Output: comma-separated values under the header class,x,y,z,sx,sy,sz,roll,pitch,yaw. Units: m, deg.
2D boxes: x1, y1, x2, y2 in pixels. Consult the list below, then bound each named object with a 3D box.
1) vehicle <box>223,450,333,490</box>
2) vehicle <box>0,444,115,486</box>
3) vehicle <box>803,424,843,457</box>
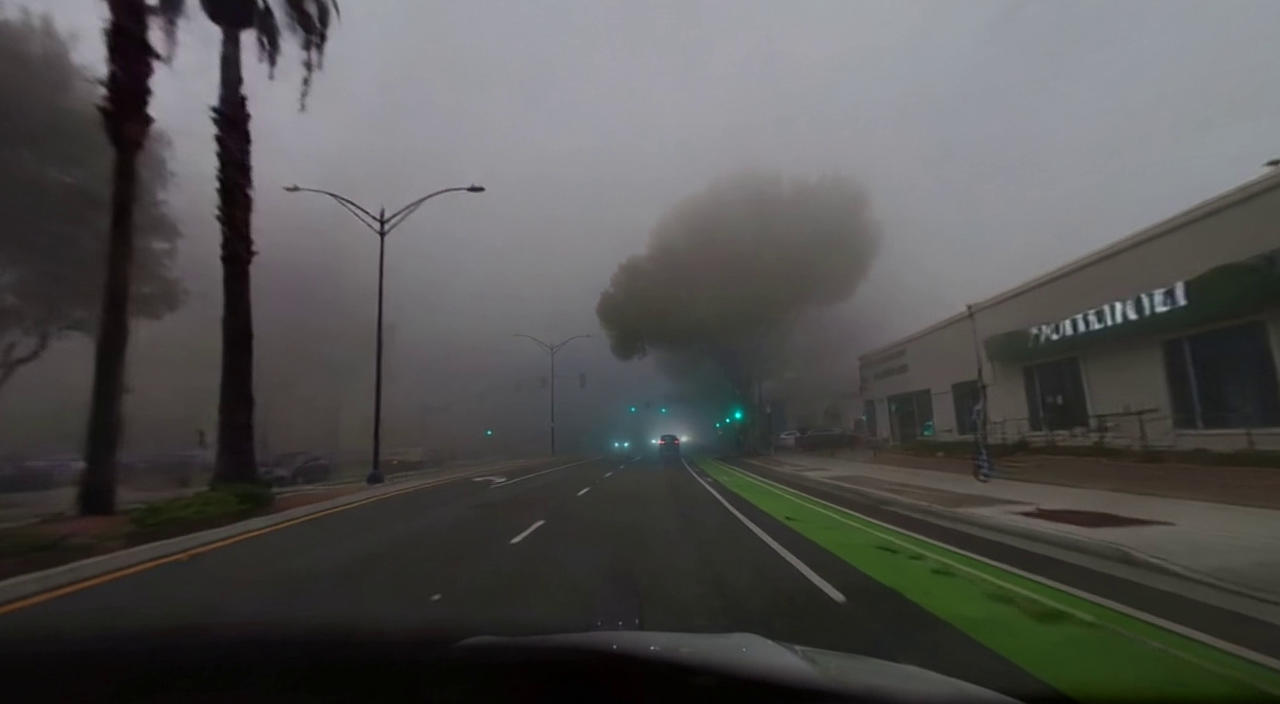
class,x,y,z,sx,sy,sz,roll,pitch,yaw
vehicle,-17.811,5.793,31.505,2.178,1.779,5.406,-1,-8,2
vehicle,-29.672,5.473,30.829,5.940,1.904,2.360,0,-8,2
vehicle,13.150,6.398,45.689,1.996,2.172,5.298,-2,-8,8
